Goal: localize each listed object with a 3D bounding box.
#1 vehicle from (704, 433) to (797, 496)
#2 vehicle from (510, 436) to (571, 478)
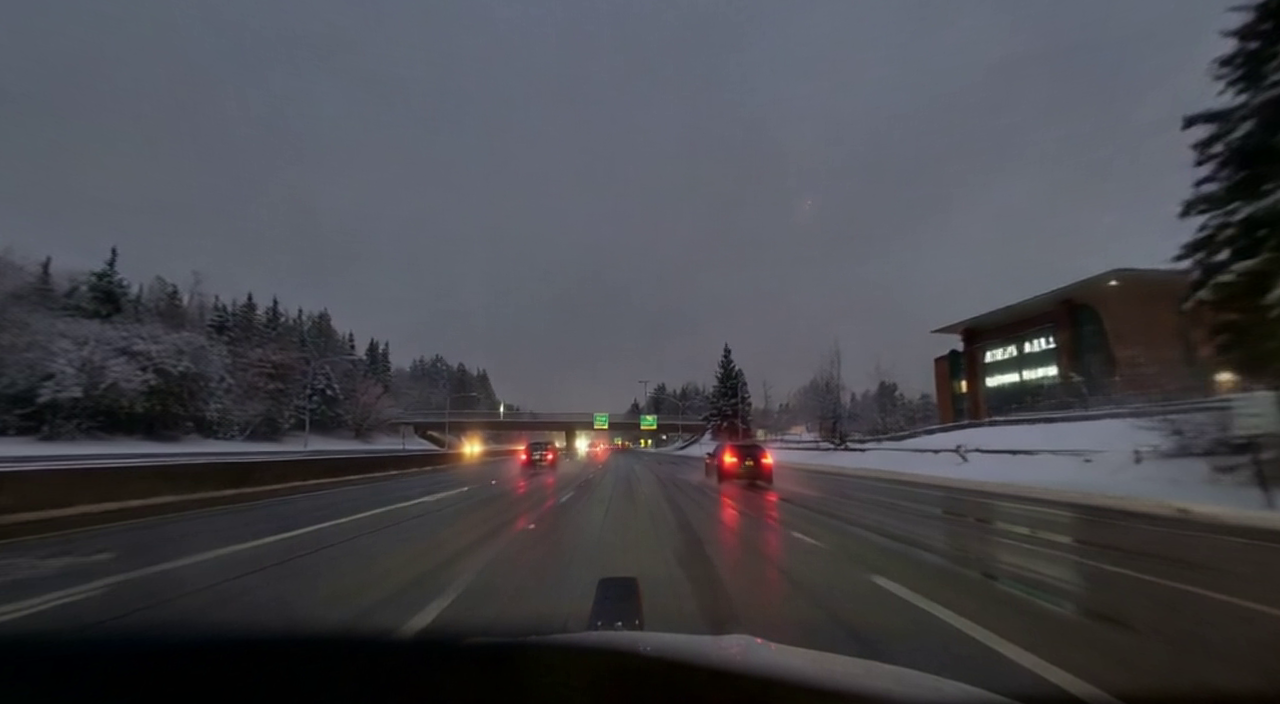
[{"bbox_3d":[3.218,3.372,19.336,1.997,1.686,4.247,0,-8,-1],"label":"vehicle"},{"bbox_3d":[-4.590,4.922,29.900,2.176,1.779,4.755,0,-8,0],"label":"vehicle"}]
